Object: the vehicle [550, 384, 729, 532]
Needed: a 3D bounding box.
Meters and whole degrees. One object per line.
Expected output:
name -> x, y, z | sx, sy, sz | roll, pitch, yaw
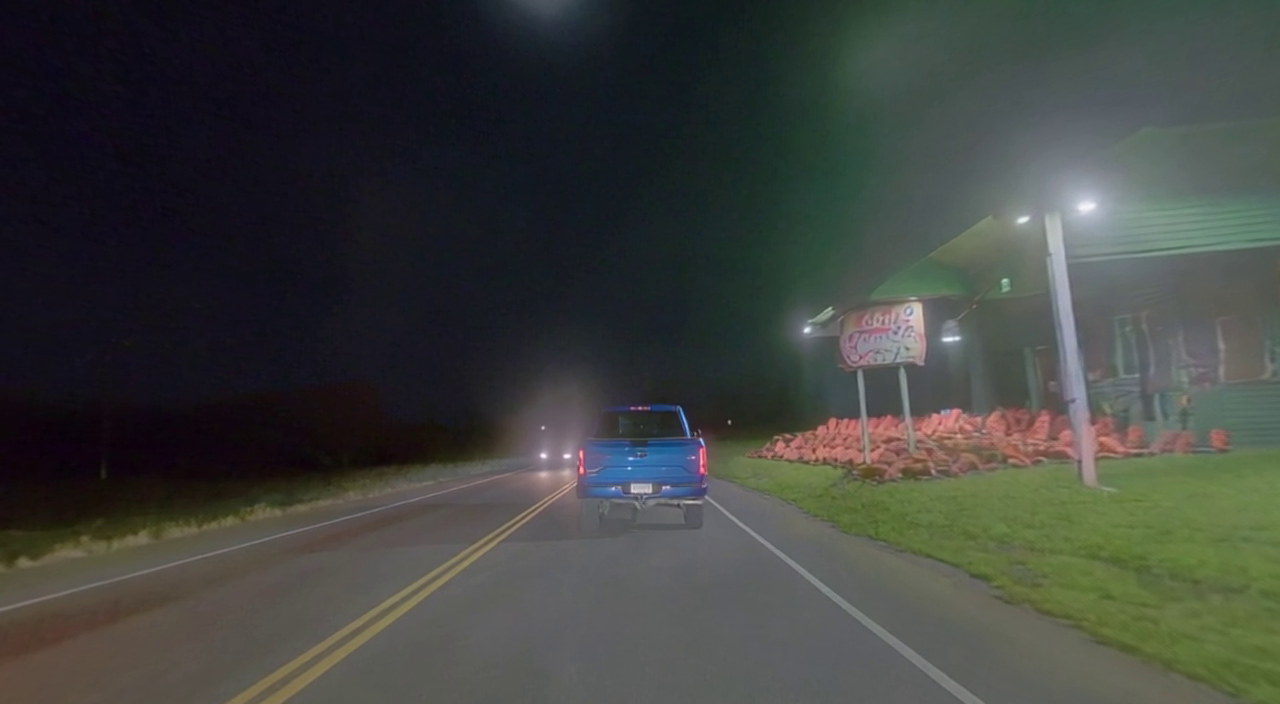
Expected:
vehicle -> -0.094, 2.024, 12.550 | 2.693, 2.223, 5.885 | 0, -8, -2
